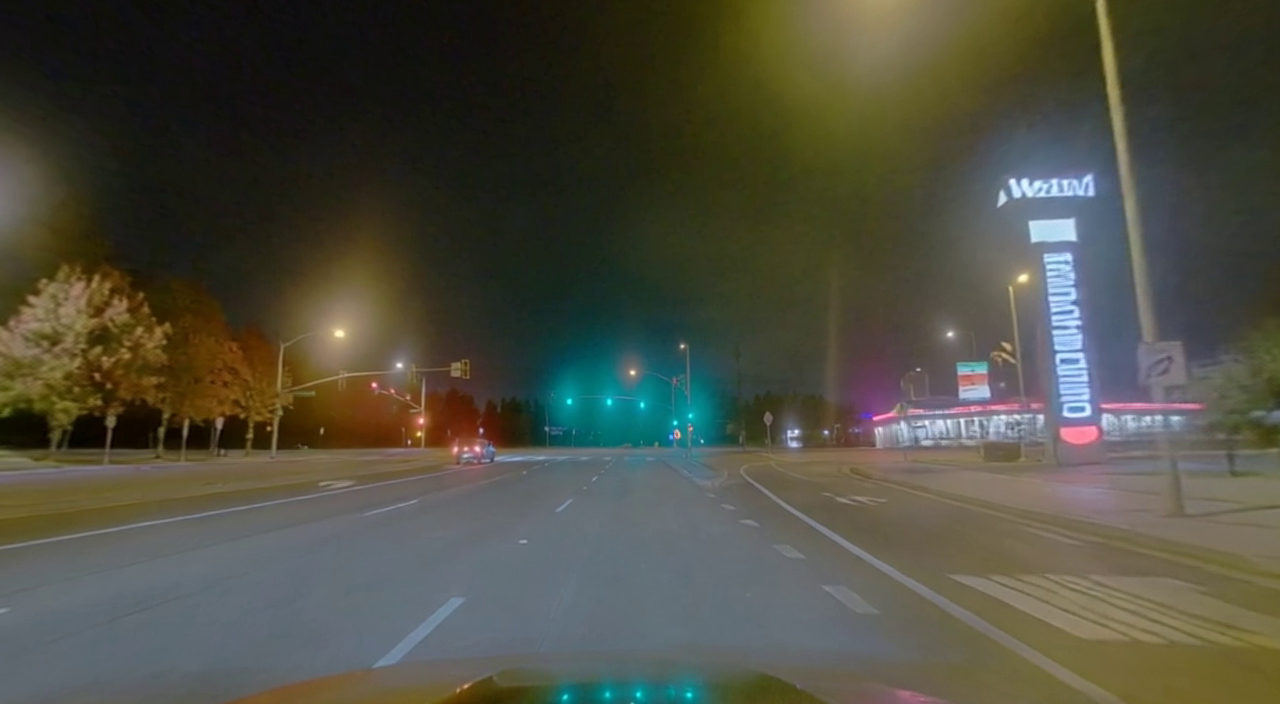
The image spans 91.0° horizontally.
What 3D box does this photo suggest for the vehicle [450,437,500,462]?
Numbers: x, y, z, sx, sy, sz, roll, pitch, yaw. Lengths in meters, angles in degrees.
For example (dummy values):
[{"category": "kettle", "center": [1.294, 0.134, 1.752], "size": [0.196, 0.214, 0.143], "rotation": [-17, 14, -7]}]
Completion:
[{"category": "vehicle", "center": [-10.745, 6.405, 41.297], "size": [1.924, 1.502, 4.727], "rotation": [0, -9, 1]}]
